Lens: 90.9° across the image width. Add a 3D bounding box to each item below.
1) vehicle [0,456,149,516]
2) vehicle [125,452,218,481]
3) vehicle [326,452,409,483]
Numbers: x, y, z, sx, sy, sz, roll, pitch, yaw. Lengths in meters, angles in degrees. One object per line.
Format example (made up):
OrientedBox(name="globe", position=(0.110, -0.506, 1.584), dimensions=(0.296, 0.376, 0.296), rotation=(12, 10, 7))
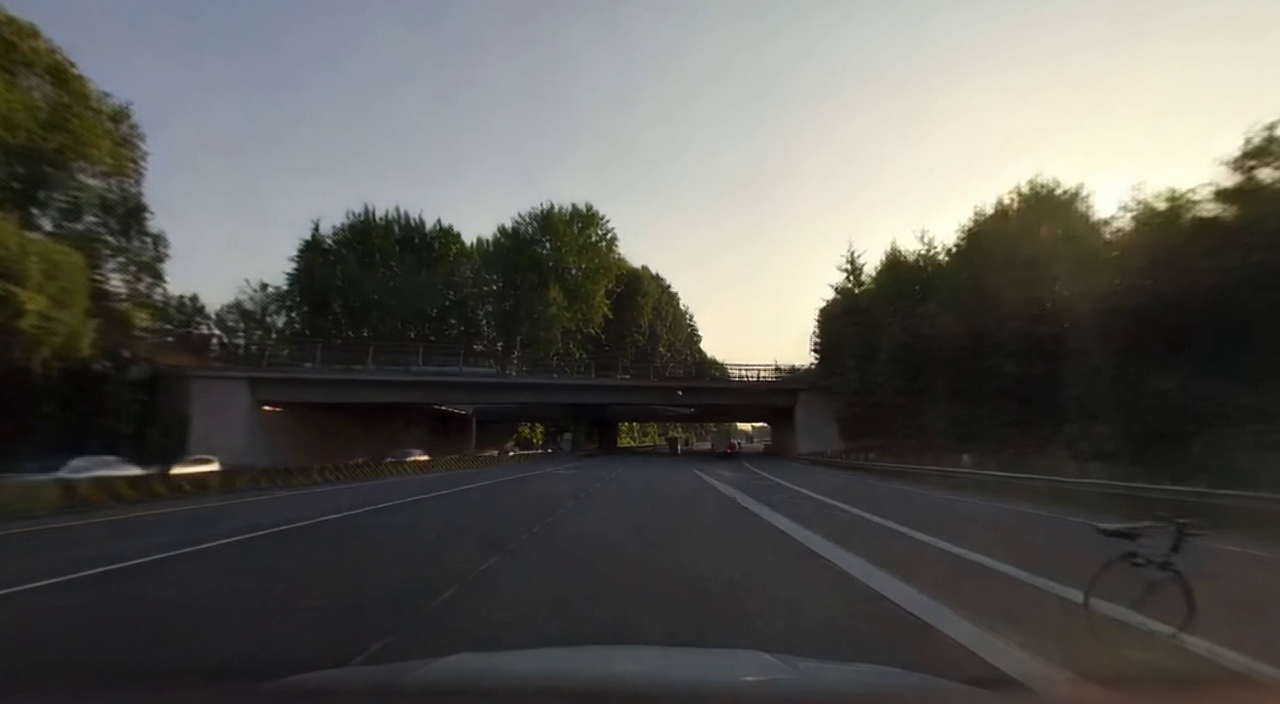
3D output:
OrientedBox(name="vehicle", position=(-17.394, 3.831, 18.569), dimensions=(1.920, 1.477, 4.708), rotation=(0, -9, 2))
OrientedBox(name="vehicle", position=(-26.131, 6.364, 35.353), dimensions=(1.866, 1.524, 4.296), rotation=(0, -9, 0))
OrientedBox(name="vehicle", position=(-13.472, 5.709, 31.420), dimensions=(2.097, 1.445, 4.213), rotation=(0, -9, 2))
